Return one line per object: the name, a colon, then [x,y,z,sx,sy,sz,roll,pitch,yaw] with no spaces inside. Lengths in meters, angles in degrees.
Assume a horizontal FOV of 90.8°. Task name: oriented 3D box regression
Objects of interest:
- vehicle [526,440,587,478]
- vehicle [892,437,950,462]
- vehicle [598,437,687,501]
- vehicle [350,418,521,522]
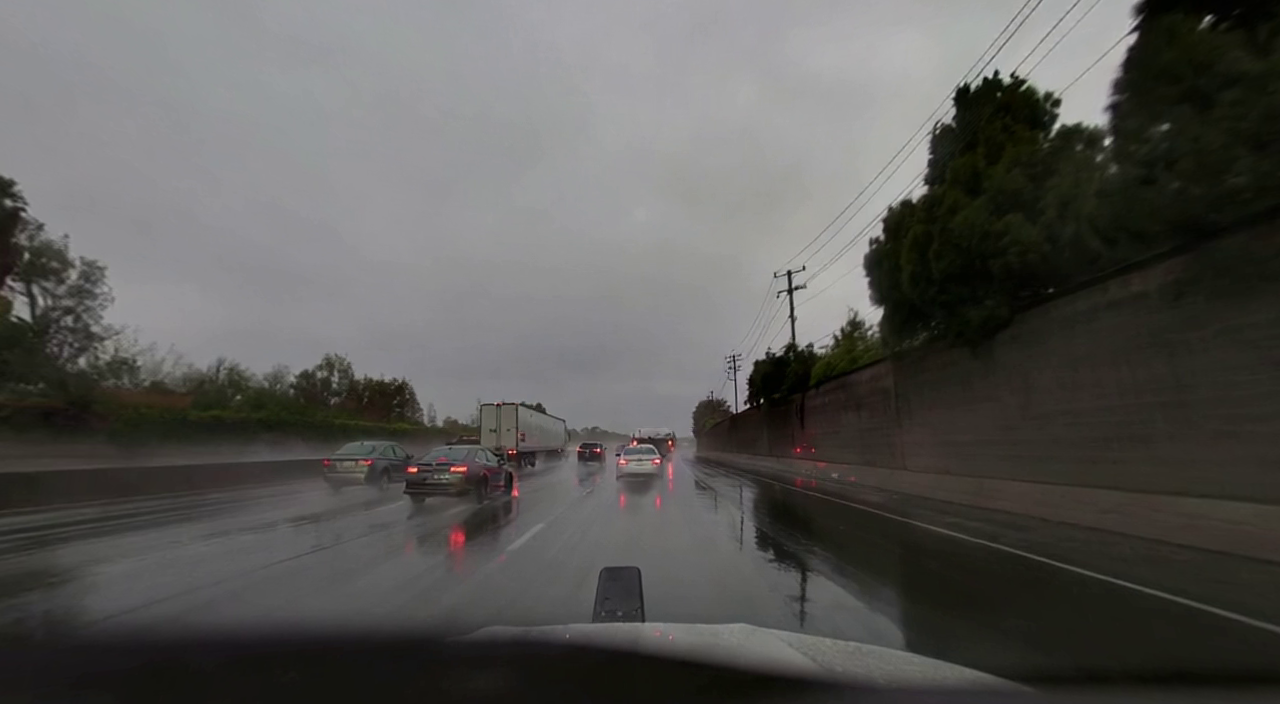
vehicle: [-3.426,4.489,26.758,1.870,1.485,4.304,0,-9,2]
vehicle: [18.546,6.468,41.908,1.936,1.591,4.362,0,-8,2]
vehicle: [0.057,3.042,16.794,2.089,1.477,3.818,0,-9,0]
vehicle: [-3.814,2.283,12.708,1.923,1.716,4.289,0,-9,1]
